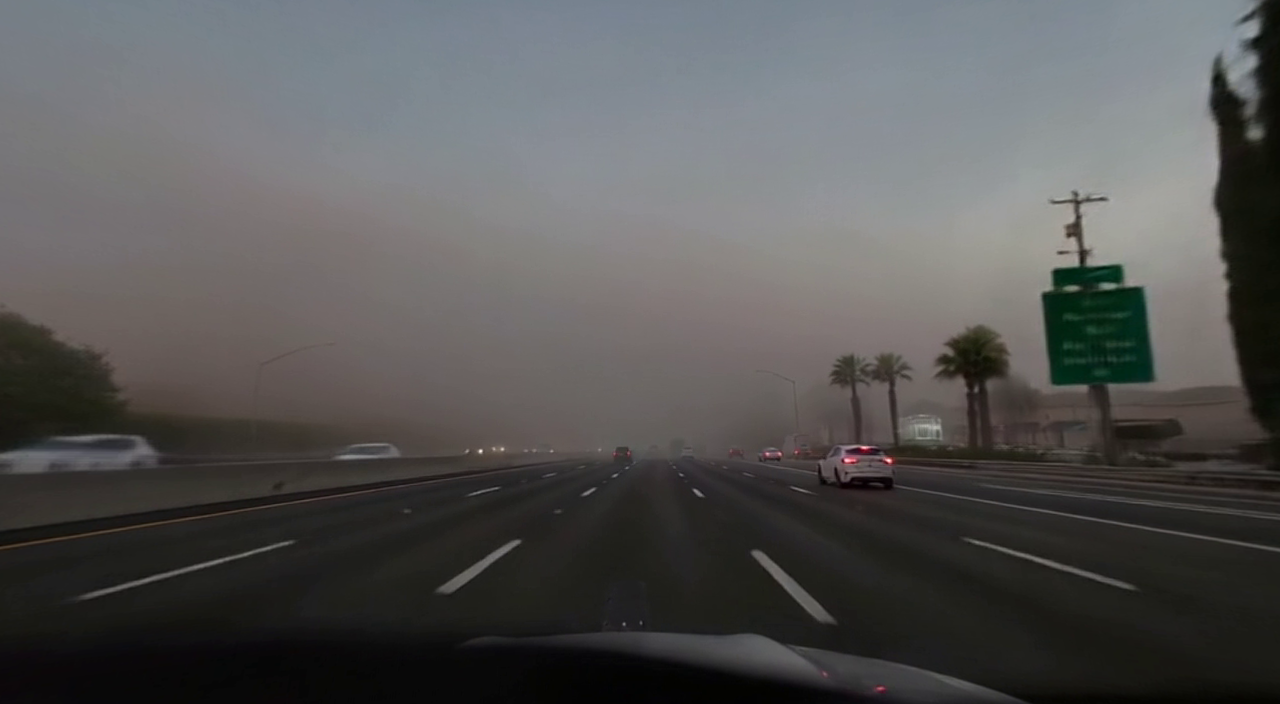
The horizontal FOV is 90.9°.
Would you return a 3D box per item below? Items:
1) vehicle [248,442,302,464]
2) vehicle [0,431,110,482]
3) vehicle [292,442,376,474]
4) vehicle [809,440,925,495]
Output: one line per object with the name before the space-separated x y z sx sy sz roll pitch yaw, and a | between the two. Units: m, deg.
vehicle | -28.400 7.862 49.230 1.760 1.564 3.931 -1 -8 2
vehicle | -22.180 3.739 22.675 2.007 1.687 4.700 0 -8 2
vehicle | -15.109 5.245 31.411 1.789 1.486 4.434 -1 -8 3
vehicle | 7.177 3.686 20.575 2.071 1.543 4.702 0 -8 1
